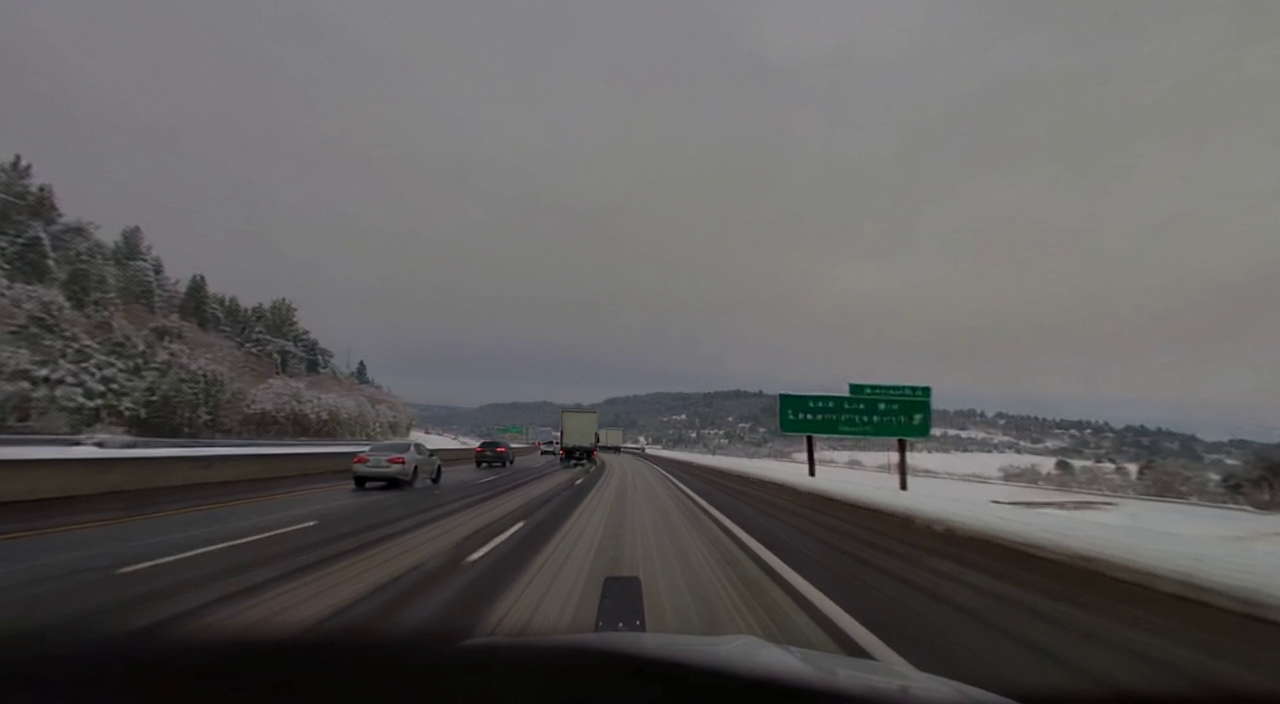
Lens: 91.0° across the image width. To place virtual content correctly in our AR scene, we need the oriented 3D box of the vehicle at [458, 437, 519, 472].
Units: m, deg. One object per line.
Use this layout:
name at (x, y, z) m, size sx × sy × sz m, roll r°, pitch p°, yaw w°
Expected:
vehicle at (-7.823, 5.332, 32.986) m, size 2.099 × 1.644 × 4.638 m, roll 1°, pitch -9°, yaw -1°

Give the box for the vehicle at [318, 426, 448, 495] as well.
vehicle at (-7.315, 3.127, 18.466) m, size 2.081 × 1.740 × 4.268 m, roll 1°, pitch -9°, yaw -2°
